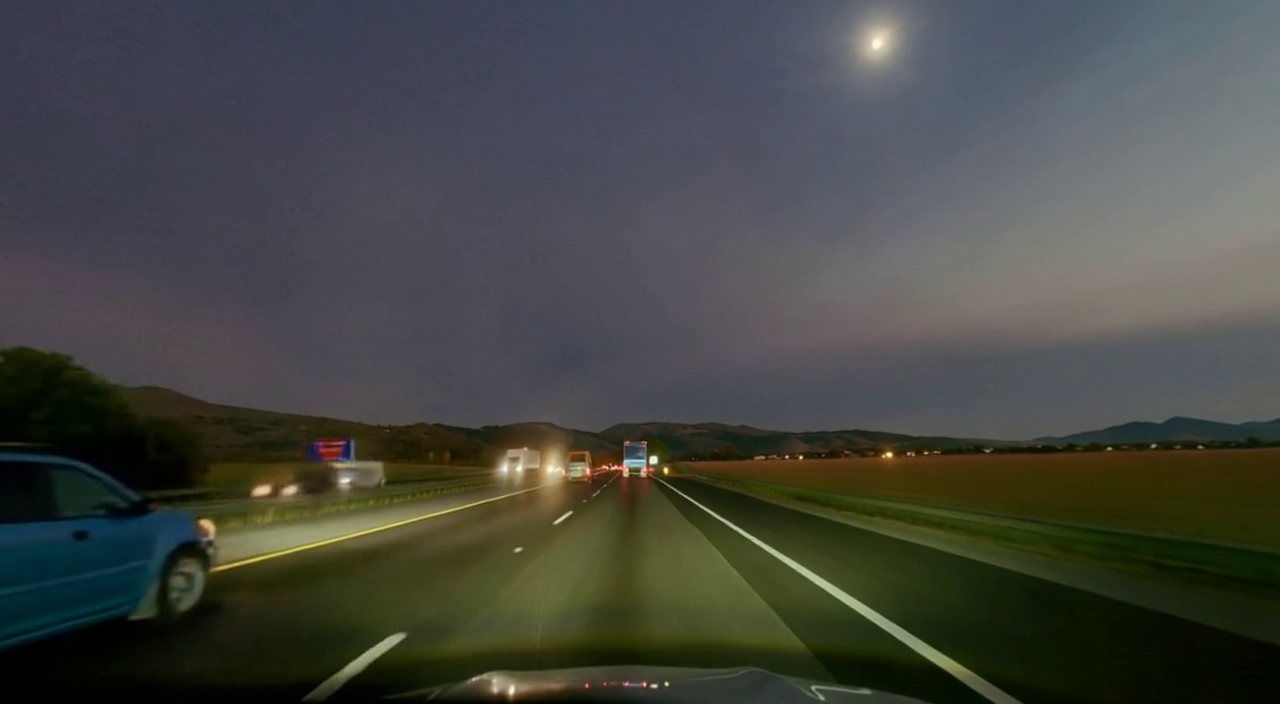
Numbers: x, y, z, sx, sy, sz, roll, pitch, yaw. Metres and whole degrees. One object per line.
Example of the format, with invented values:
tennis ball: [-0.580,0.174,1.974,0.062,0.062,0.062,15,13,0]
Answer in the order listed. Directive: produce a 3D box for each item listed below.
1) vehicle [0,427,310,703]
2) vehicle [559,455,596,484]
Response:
vehicle: [-4.349,1.237,3.888,2.090,1.462,4.603,0,-10,0]
vehicle: [-4.437,8.528,45.668,2.208,1.973,4.716,1,-10,0]
